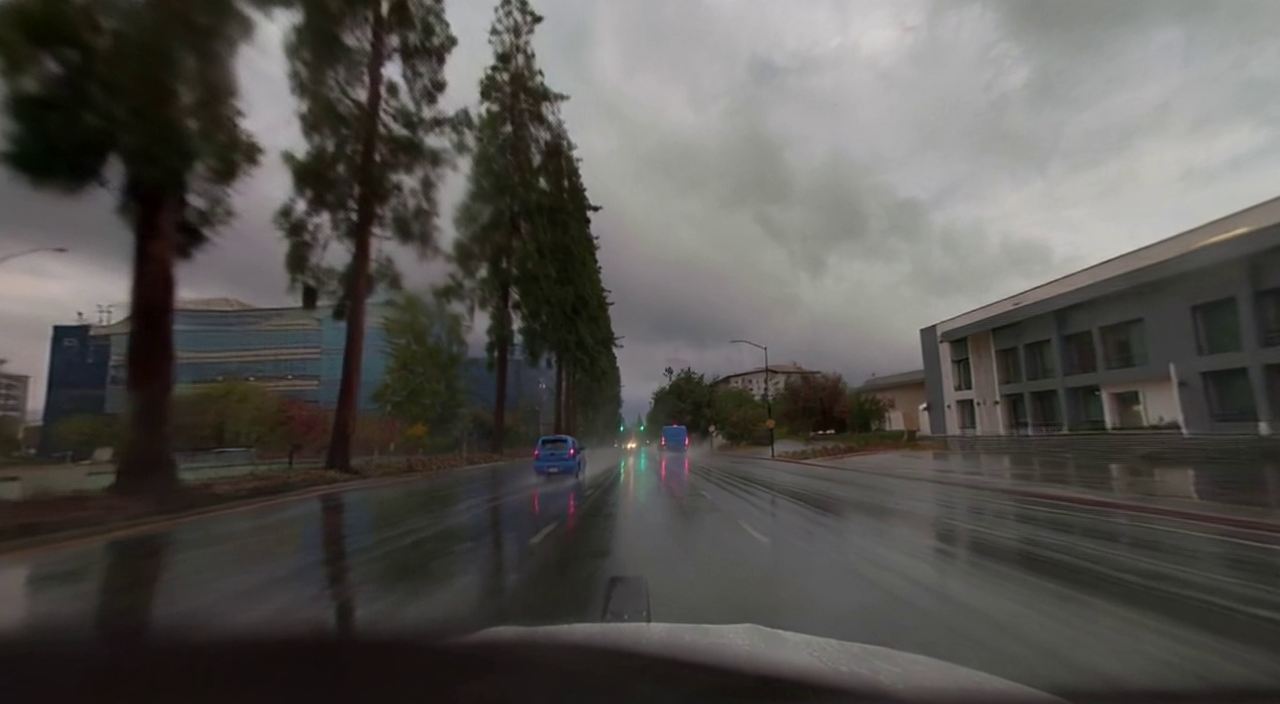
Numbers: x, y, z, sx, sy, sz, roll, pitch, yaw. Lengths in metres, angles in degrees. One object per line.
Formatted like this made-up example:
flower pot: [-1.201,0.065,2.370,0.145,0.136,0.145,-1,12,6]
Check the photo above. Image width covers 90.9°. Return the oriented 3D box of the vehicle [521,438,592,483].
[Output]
vehicle: [-3.148,4.209,24.791,2.129,1.602,4.532,0,-8,1]
